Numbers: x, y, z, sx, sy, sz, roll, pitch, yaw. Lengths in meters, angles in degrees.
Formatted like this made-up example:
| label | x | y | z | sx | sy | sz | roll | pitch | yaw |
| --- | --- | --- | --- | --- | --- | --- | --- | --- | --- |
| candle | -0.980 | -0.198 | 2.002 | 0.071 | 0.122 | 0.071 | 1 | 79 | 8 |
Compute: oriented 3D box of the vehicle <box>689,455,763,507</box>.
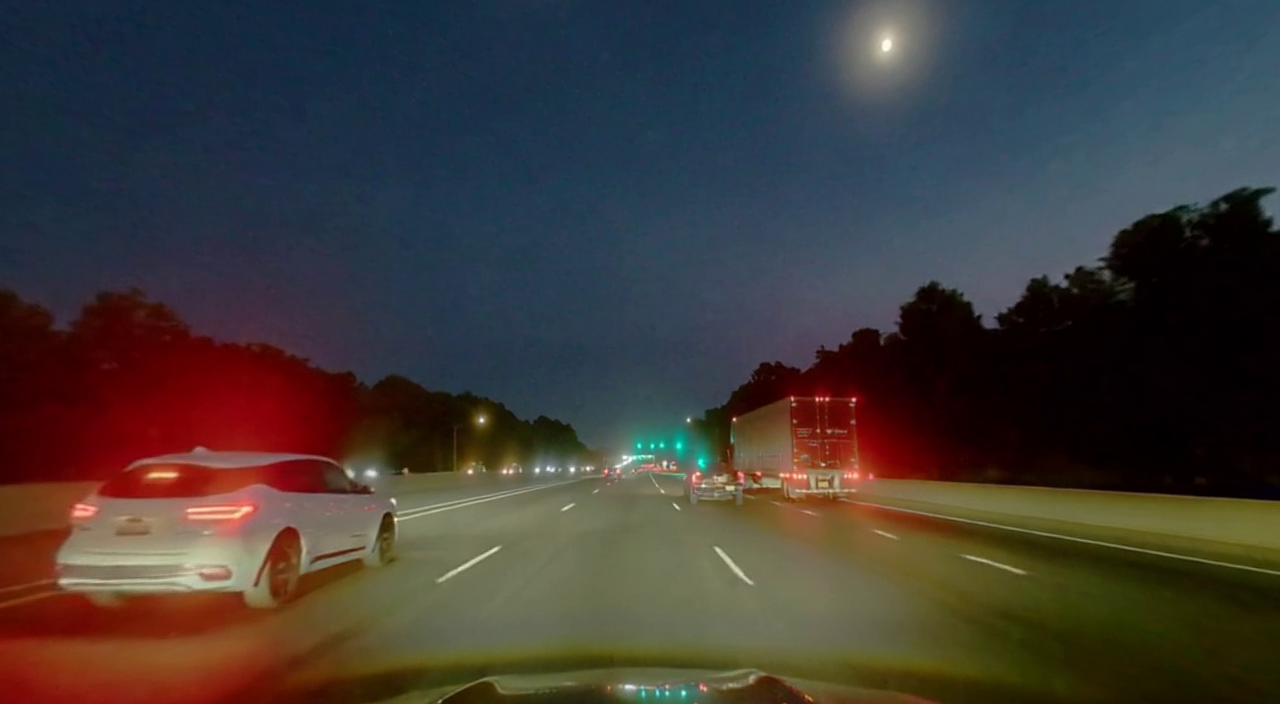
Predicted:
| label | x | y | z | sx | sy | sz | roll | pitch | yaw |
| --- | --- | --- | --- | --- | --- | --- | --- | --- | --- |
| vehicle | 3.115 | 4.792 | 23.645 | 2.050 | 1.708 | 4.457 | 1 | -10 | -1 |

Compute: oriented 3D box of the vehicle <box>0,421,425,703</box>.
| label | x | y | z | sx | sy | sz | roll | pitch | yaw |
| --- | --- | --- | --- | --- | --- | --- | --- | --- | --- |
| vehicle | -3.794 | 1.522 | 5.588 | 2.065 | 1.485 | 4.682 | 1 | -10 | 0 |

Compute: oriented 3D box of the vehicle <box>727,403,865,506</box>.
| label | x | y | z | sx | sy | sz | roll | pitch | yaw |
| --- | --- | --- | --- | --- | --- | --- | --- | --- | --- |
| vehicle | 7.503 | 5.690 | 34.092 | 2.861 | 4.086 | 17.499 | 1 | -10 | -1 |

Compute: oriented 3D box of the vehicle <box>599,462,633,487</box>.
| label | x | y | z | sx | sy | sz | roll | pitch | yaw |
| --- | --- | --- | --- | --- | --- | --- | --- | --- | --- |
| vehicle | -1.527 | 8.123 | 41.817 | 2.025 | 1.547 | 4.150 | 1 | -10 | 0 |
